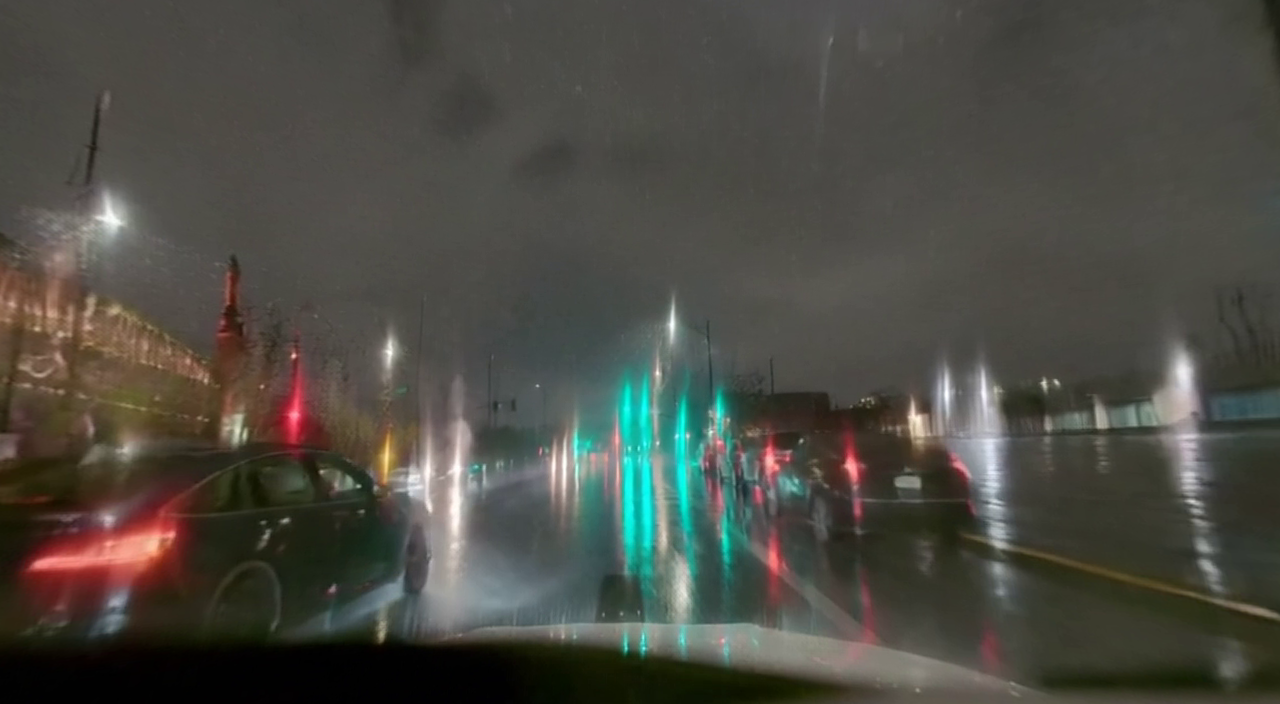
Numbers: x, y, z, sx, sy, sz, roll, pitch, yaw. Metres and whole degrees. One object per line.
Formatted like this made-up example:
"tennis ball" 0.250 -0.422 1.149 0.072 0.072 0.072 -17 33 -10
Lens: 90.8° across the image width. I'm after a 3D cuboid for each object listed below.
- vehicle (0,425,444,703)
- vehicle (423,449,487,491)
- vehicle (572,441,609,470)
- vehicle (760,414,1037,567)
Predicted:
"vehicle" -3.320 1.431 4.932 2.089 1.547 4.635 0 -8 0
"vehicle" -9.084 5.788 31.351 1.965 1.868 4.012 0 -8 0
"vehicle" -3.550 7.492 45.904 2.293 1.936 4.737 0 -8 0
"vehicle" 3.297 1.878 9.339 2.206 1.664 4.578 -1 -9 1
